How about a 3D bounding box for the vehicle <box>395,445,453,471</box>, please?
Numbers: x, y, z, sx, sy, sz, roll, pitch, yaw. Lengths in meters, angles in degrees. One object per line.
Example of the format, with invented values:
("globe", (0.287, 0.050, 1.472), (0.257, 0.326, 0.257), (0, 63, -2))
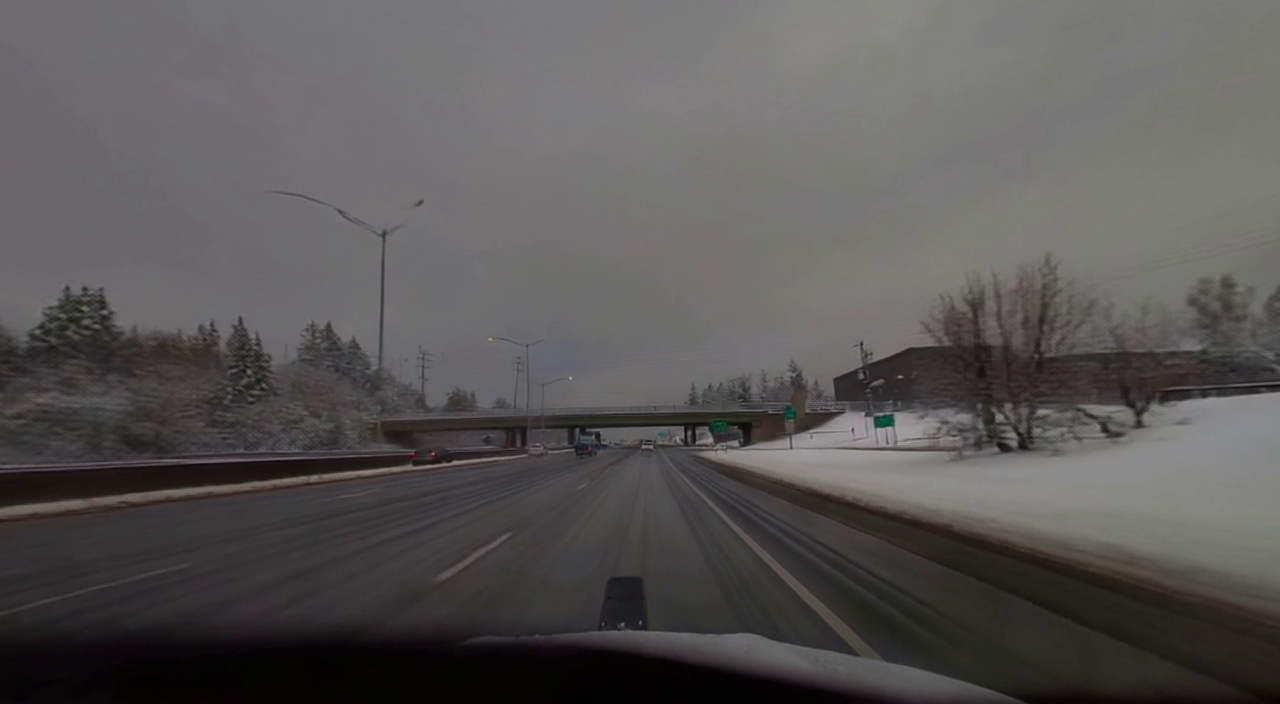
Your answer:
("vehicle", (-13.683, 6.719, 40.231), (1.988, 1.477, 4.442), (0, -8, 1))
